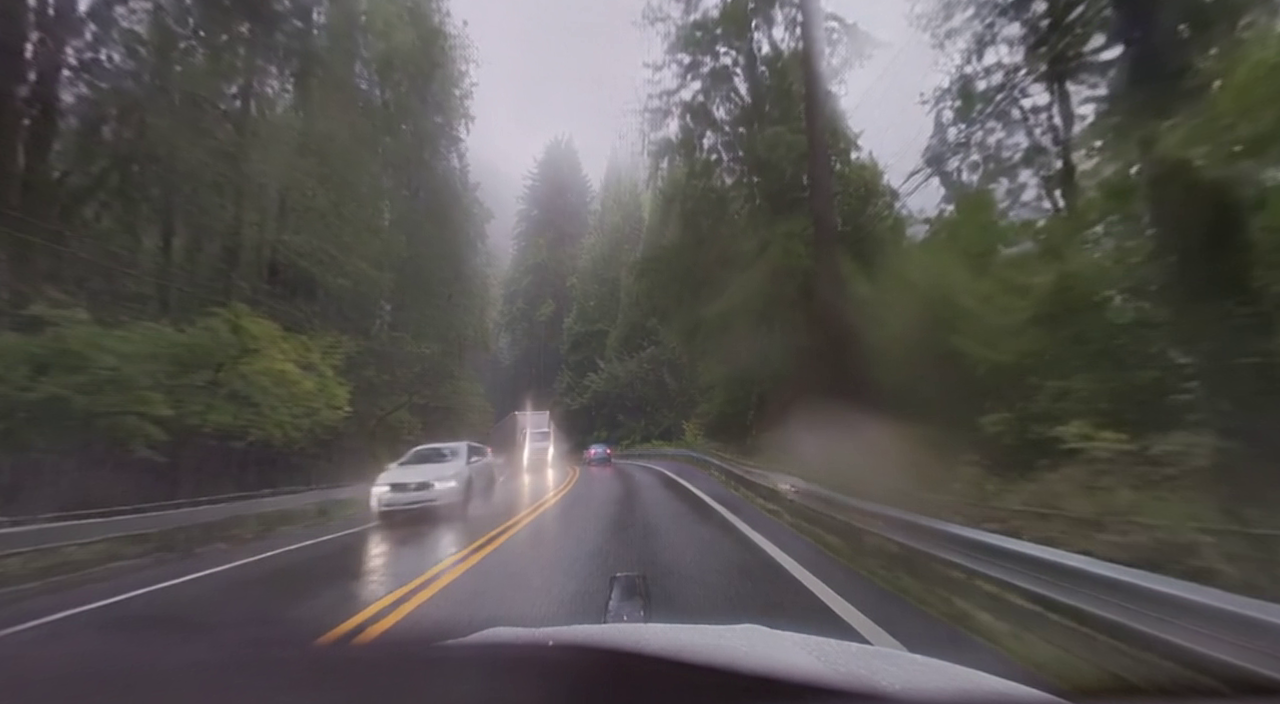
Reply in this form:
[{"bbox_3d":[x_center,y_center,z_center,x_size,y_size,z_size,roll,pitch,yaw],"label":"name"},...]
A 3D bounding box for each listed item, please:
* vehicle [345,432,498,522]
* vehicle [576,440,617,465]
[{"bbox_3d":[-5.138,2.976,15.701,2.319,1.864,4.569,0,-8,-2],"label":"vehicle"},{"bbox_3d":[-2.908,6.560,41.349,2.120,1.491,4.349,1,-8,-11],"label":"vehicle"}]
